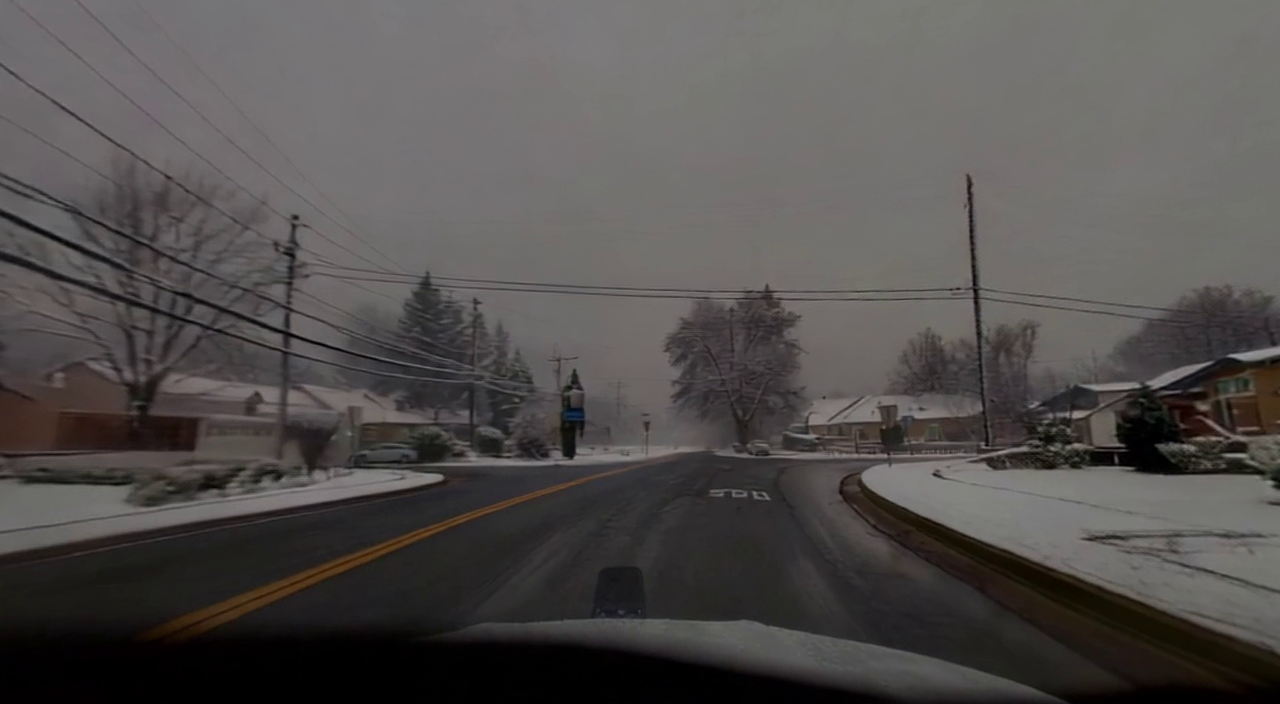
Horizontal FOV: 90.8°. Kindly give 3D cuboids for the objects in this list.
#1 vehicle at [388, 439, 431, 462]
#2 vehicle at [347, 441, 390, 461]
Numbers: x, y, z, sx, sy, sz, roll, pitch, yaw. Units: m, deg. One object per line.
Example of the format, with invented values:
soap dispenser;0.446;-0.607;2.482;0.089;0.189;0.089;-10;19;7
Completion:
vehicle;-17.068;7.324;46.976;1.986;1.639;4.361;1;-9;-8
vehicle;-20.154;7.373;47.029;1.864;1.337;3.943;3;-8;-7
